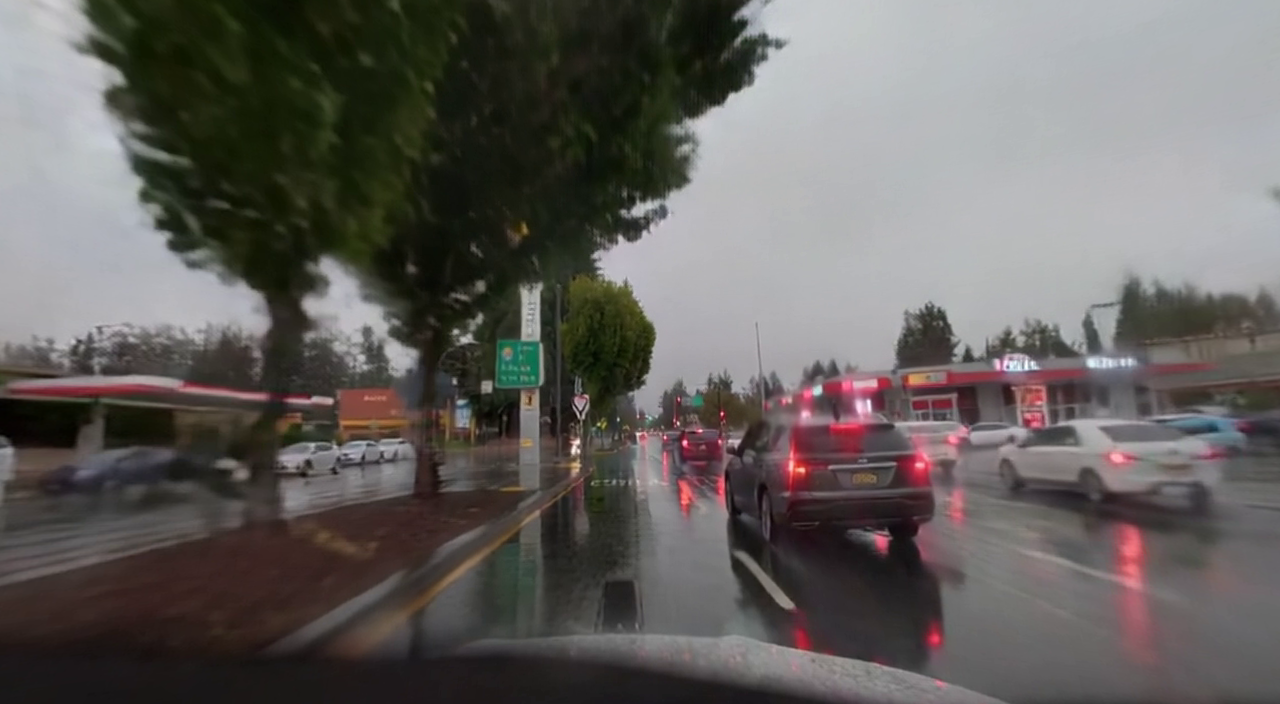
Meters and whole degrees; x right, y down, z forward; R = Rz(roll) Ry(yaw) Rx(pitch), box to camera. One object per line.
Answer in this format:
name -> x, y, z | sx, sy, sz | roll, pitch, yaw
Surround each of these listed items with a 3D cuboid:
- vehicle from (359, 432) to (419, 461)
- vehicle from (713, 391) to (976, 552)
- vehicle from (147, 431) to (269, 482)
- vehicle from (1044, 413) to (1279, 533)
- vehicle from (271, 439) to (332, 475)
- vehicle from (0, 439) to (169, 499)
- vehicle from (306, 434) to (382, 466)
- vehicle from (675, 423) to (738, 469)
vehicle -> -17.888, 6.764, 45.211 | 2.263, 1.887, 5.170 | 0, -8, -1
vehicle -> 2.507, 1.637, 9.306 | 2.183, 1.720, 4.842 | 0, -8, -1
vehicle -> -17.975, 4.350, 26.537 | 1.930, 1.935, 4.567 | 0, -8, -1
vehicle -> 9.723, 1.965, 10.850 | 2.177, 1.593, 5.027 | 0, -8, 0
vehicle -> -16.057, 4.932, 29.868 | 2.290, 1.519, 4.860 | 4, -9, -28
vehicle -> -18.077, 3.702, 20.447 | 1.881, 1.679, 4.598 | -1, -8, 2
vehicle -> -18.039, 5.986, 38.644 | 2.129, 1.843, 5.067 | -1, -8, 1
vehicle -> 2.558, 3.750, 25.246 | 1.999, 1.679, 4.217 | 0, -8, -1
